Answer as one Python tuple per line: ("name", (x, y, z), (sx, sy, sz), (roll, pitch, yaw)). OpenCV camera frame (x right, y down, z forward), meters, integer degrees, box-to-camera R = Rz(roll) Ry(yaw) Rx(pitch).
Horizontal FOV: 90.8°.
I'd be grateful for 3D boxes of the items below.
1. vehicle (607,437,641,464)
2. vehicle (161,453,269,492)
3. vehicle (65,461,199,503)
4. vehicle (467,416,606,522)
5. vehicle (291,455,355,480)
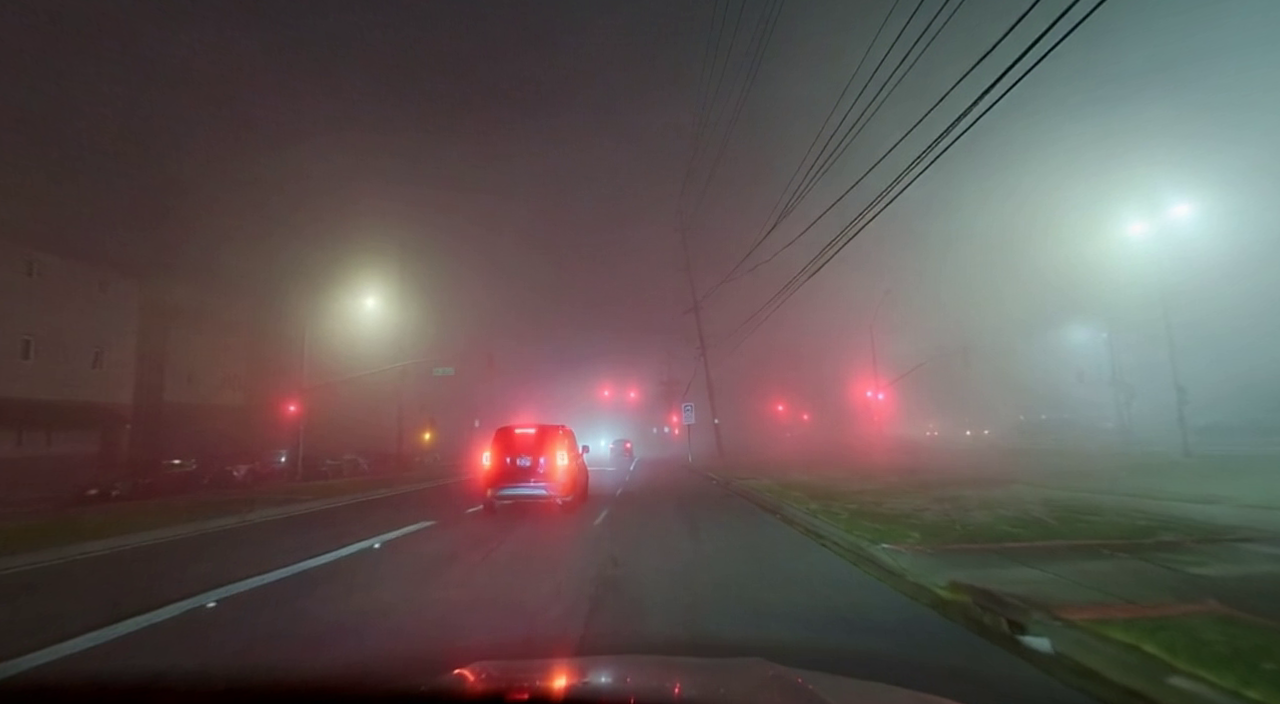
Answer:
("vehicle", (-0.997, 6.389, 41.019), (2.144, 1.681, 3.855), (0, -9, 0))
("vehicle", (-20.197, 5.696, 30.283), (1.989, 1.689, 4.388), (0, -9, 2))
("vehicle", (-20.264, 5.188, 25.485), (1.790, 1.415, 4.450), (0, -9, -2))
("vehicle", (-1.831, 2.248, 12.568), (2.022, 1.757, 4.041), (0, -9, 1))
("vehicle", (-20.214, 7.351, 40.543), (1.826, 1.430, 4.426), (0, -9, 0))
